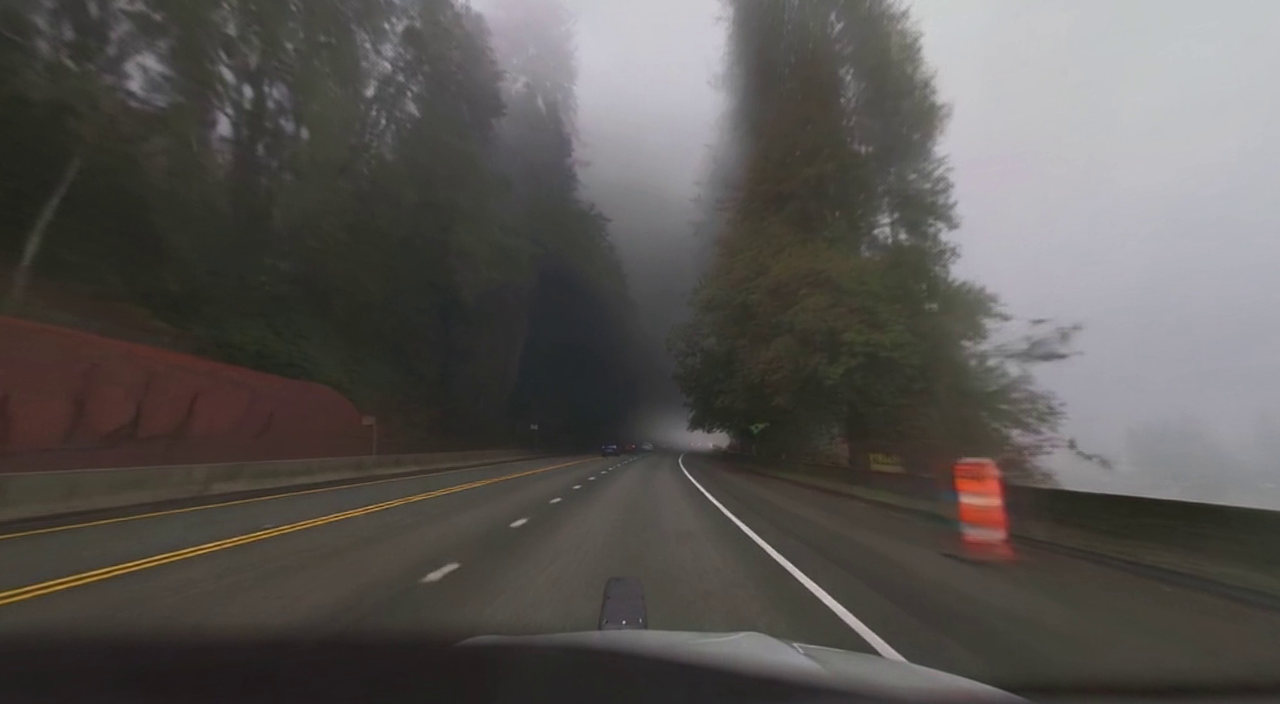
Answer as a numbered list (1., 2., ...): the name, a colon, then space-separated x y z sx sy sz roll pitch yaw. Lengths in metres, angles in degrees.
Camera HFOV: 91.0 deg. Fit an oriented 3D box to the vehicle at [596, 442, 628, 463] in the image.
1. vehicle: -2.112 7.632 48.078 2.118 1.475 4.263 0 -8 1
